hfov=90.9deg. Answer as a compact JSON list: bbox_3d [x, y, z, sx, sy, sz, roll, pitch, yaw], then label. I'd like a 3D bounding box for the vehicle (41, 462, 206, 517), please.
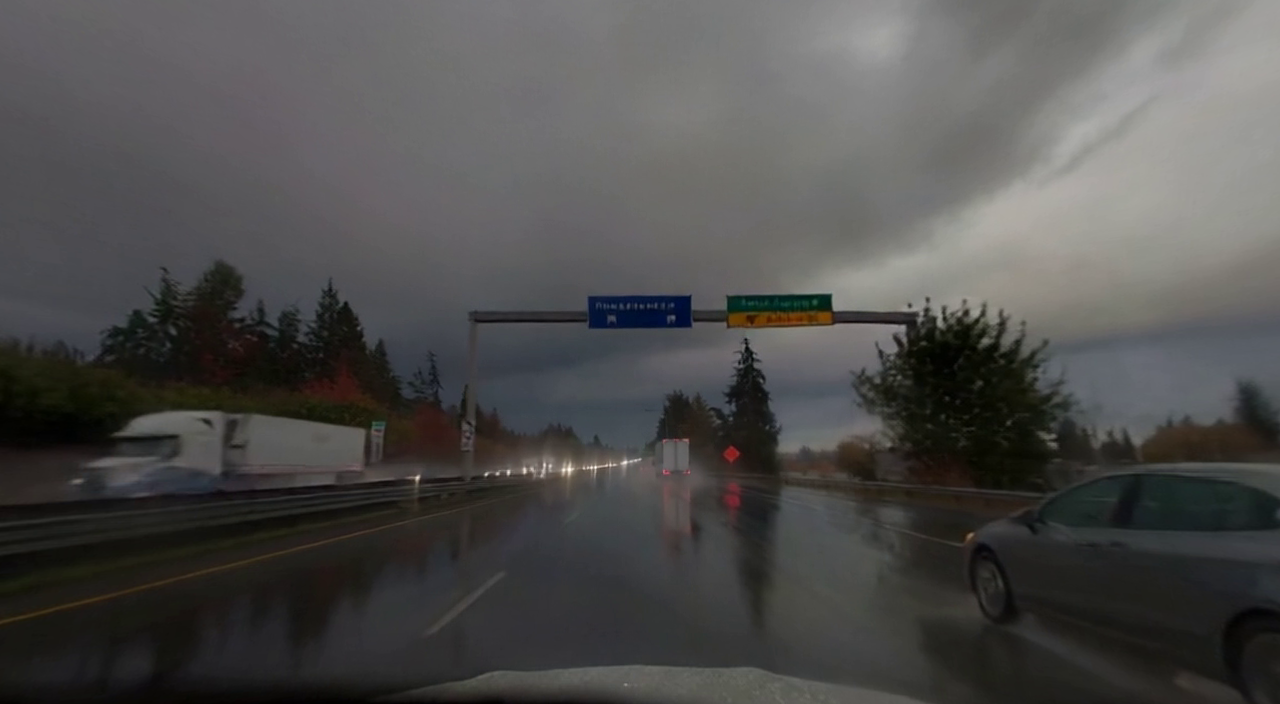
[{"bbox_3d":[-15.254,4.057,18.901,1.746,1.462,3.698,1,-10,0],"label":"vehicle"}]

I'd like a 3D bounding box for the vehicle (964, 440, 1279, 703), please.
[{"bbox_3d":[4.045,1.270,3.498,2.051,1.472,4.547,1,-10,0],"label":"vehicle"}]

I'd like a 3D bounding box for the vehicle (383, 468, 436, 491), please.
[{"bbox_3d":[-15.783,8.717,43.415,1.901,1.453,4.530,1,-10,0],"label":"vehicle"}]

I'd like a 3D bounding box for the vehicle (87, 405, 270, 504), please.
[{"bbox_3d":[-19.703,4.511,27.556,3.108,3.777,6.082,1,-10,0],"label":"vehicle"}]
